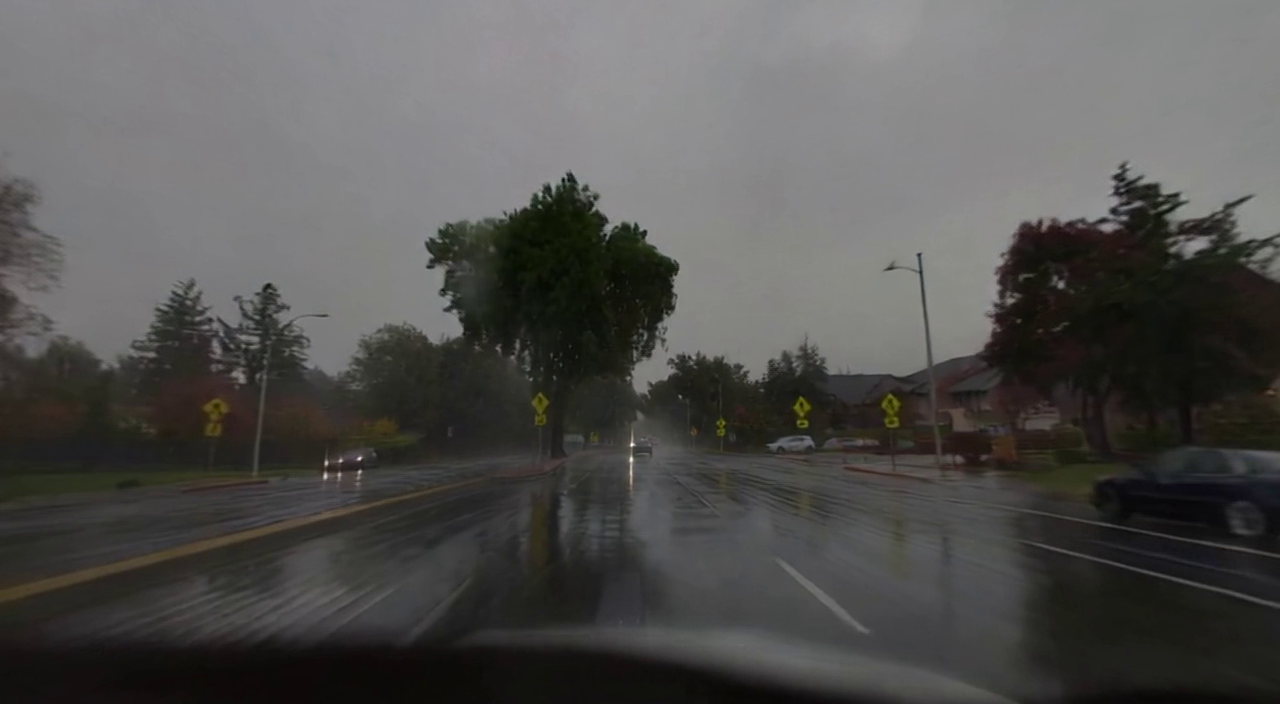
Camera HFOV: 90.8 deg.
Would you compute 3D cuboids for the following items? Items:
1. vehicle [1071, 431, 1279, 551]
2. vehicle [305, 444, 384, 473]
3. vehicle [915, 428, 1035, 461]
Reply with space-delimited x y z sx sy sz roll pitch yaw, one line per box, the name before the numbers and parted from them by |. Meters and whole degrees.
vehicle | 8.751 1.874 8.943 1.925 1.454 4.493 0 -8 -3
vehicle | -20.501 7.379 43.977 4.534 1.724 1.952 -3 -8 1
vehicle | 16.171 4.498 30.735 4.719 1.513 1.899 -2 -8 10
